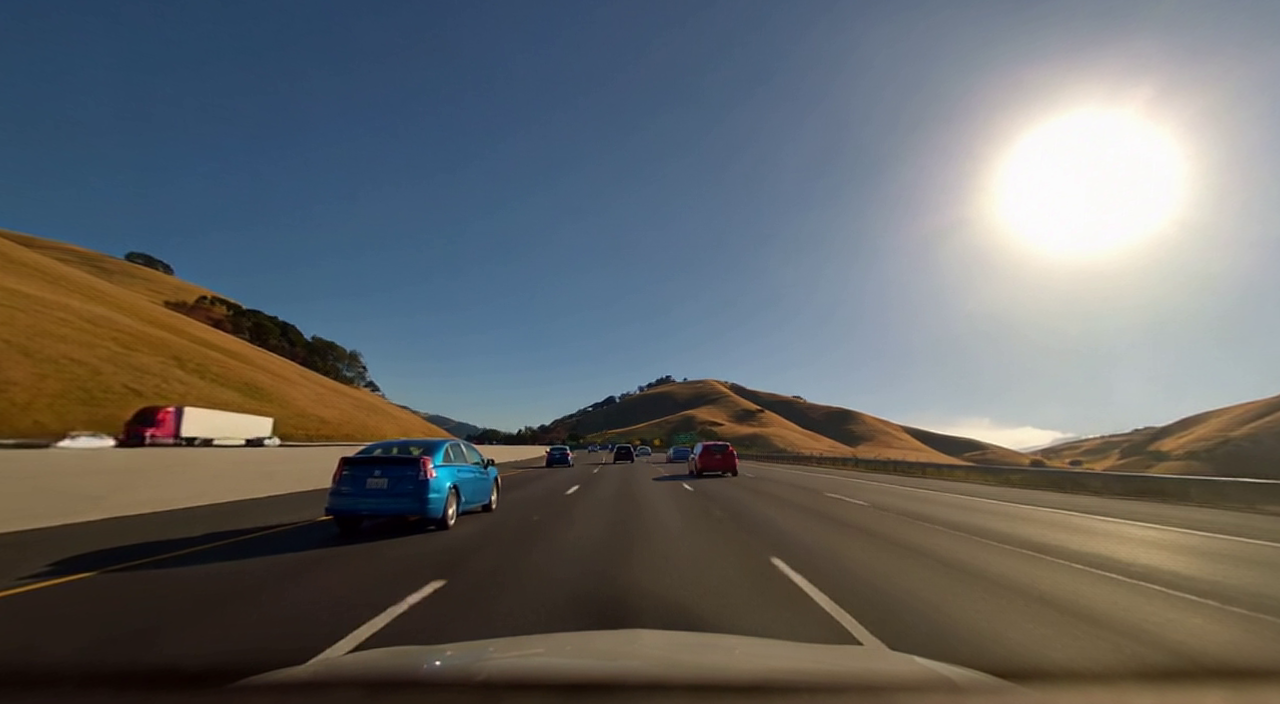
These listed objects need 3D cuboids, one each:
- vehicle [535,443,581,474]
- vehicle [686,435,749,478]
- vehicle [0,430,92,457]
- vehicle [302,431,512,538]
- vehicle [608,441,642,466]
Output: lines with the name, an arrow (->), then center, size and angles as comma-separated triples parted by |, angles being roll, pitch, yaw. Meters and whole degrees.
vehicle -> -4.133, 5.394, 32.242 | 1.796, 1.464, 3.839 | 0, -9, 0
vehicle -> 3.450, 4.770, 28.991 | 2.222, 1.820, 4.733 | 0, -9, -1
vehicle -> -35.664, 5.500, 37.697 | 1.745, 1.497, 4.313 | 0, -9, -1
vehicle -> -3.767, 2.207, 11.152 | 1.993, 1.500, 4.248 | 0, -9, 2
vehicle -> -0.972, 6.773, 42.220 | 2.147, 1.572, 4.094 | 0, -9, 0
